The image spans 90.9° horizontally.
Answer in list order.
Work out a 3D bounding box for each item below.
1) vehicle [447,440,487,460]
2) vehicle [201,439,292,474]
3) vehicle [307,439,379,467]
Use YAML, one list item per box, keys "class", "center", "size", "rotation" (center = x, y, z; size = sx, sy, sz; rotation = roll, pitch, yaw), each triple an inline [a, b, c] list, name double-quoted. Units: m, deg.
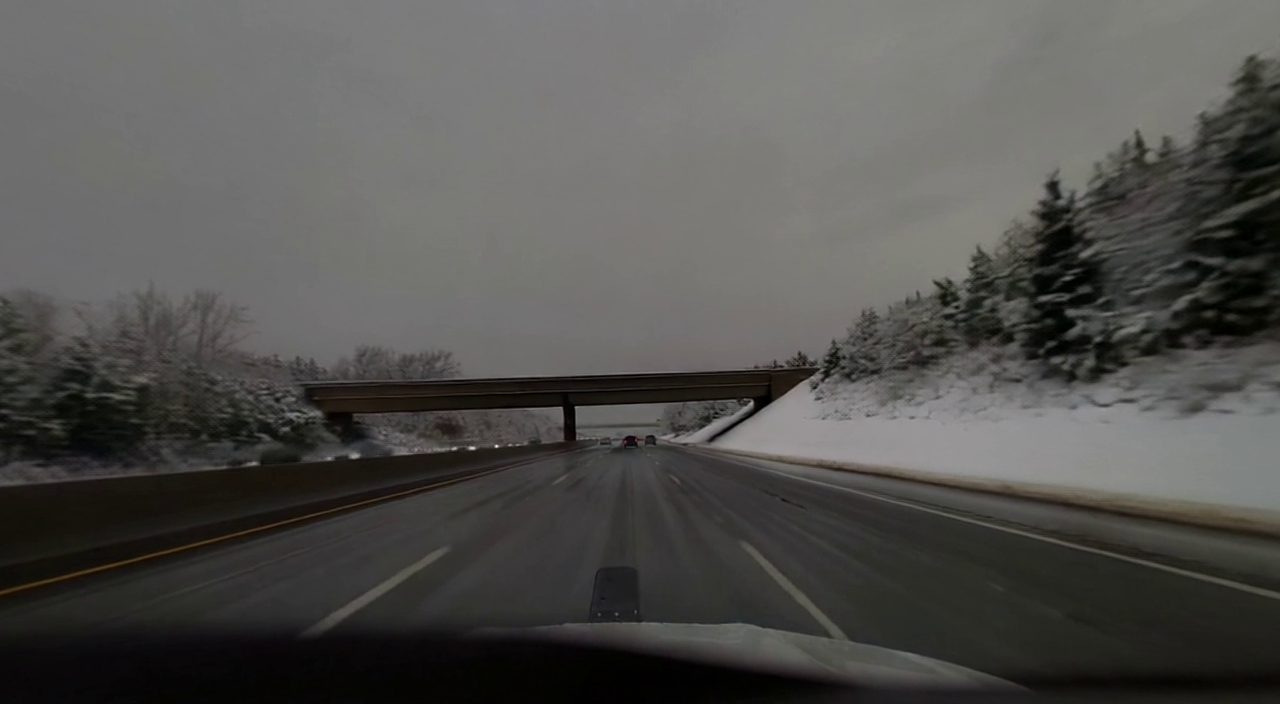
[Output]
- class: "vehicle"
  center: [-13.313, 7.517, 48.750]
  size: [1.931, 1.431, 4.313]
  rotation: [0, -8, -1]
- class: "vehicle"
  center: [-20.859, 5.505, 33.650]
  size: [1.981, 1.729, 4.491]
  rotation: [0, -8, -1]
- class: "vehicle"
  center: [-16.704, 5.675, 35.761]
  size: [1.903, 1.503, 4.536]
  rotation: [0, -8, -1]
